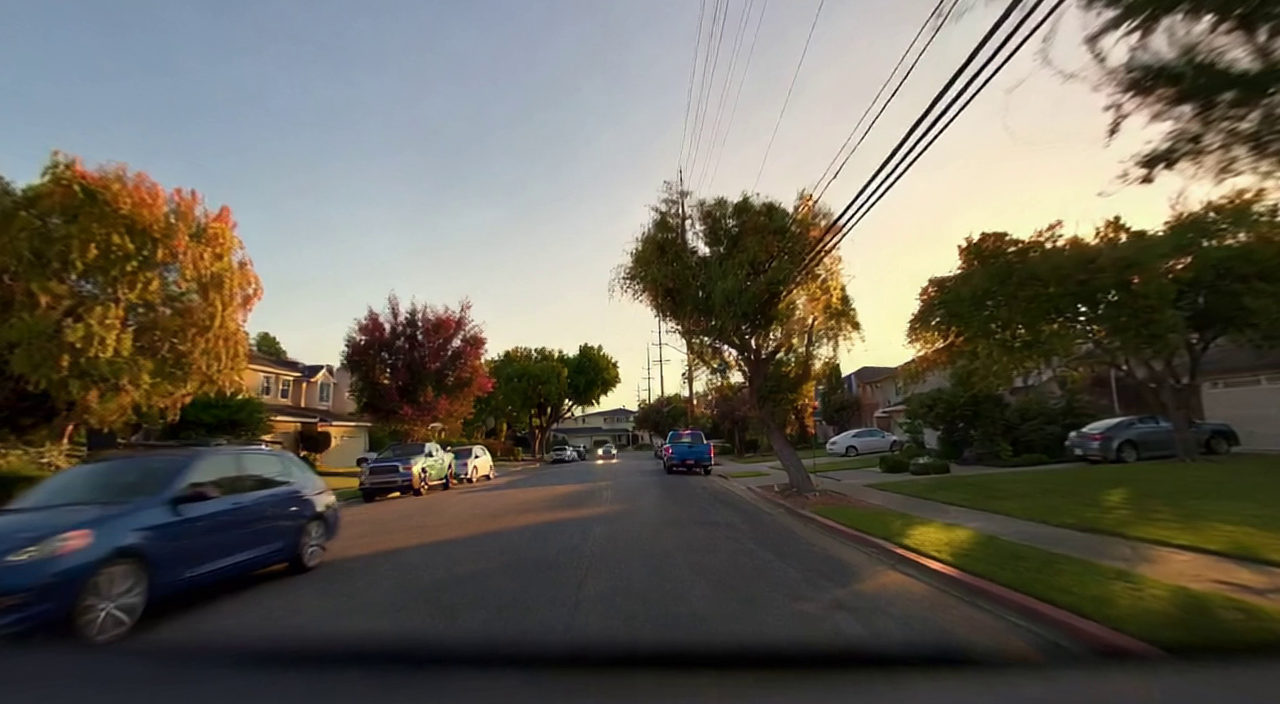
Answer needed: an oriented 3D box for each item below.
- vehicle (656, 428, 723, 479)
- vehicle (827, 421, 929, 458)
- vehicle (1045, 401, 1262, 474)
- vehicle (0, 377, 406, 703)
[{"bbox_3d":[2.067,4.532,28.490,2.437,2.015,6.511,0,-9,-1],"label":"vehicle"},{"bbox_3d":[13.226,4.900,35.364,4.778,1.903,2.205,-1,-8,-3],"label":"vehicle"},{"bbox_3d":[15.702,2.642,19.563,4.709,1.785,2.229,-4,-7,-2],"label":"vehicle"},{"bbox_3d":[-3.863,1.349,5.477,1.977,1.785,4.542,0,-9,-1],"label":"vehicle"}]
